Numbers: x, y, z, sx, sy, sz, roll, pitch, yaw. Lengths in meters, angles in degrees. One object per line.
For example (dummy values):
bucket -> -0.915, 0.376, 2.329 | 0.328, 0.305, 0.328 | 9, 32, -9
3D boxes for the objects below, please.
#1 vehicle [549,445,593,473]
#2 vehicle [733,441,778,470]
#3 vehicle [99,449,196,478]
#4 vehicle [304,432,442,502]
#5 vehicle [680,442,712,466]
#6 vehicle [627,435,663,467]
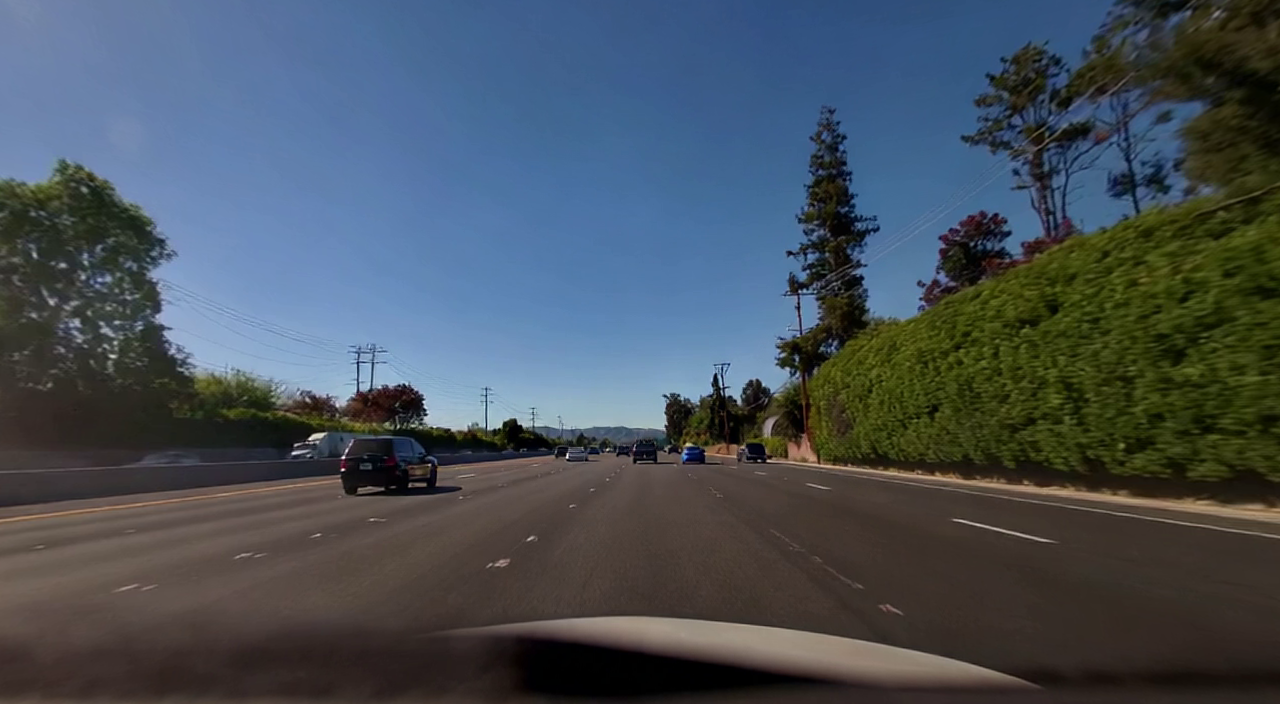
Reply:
vehicle -> -3.832, 6.021, 35.632 | 1.979, 1.469, 4.378 | 0, -8, 1
vehicle -> 7.313, 6.569, 40.290 | 1.937, 1.698, 4.322 | 0, -8, -1
vehicle -> -29.803, 6.748, 38.339 | 2.020, 1.591, 4.741 | 0, -9, 1
vehicle -> -7.418, 3.238, 18.117 | 2.007, 1.732, 4.395 | 0, -9, 0
vehicle -> 4.127, 7.618, 47.116 | 1.996, 1.710, 4.256 | 0, -9, 0
vehicle -> 0.319, 7.528, 48.083 | 2.622, 2.208, 5.320 | 0, -8, -1
